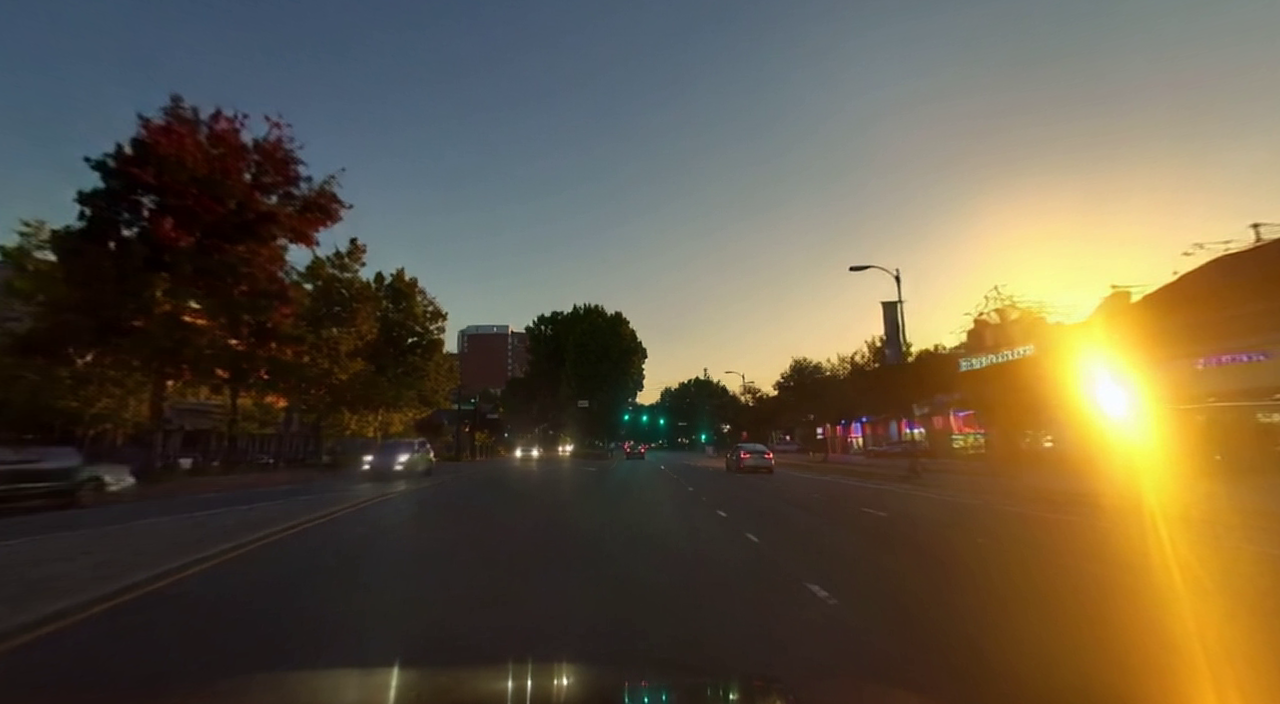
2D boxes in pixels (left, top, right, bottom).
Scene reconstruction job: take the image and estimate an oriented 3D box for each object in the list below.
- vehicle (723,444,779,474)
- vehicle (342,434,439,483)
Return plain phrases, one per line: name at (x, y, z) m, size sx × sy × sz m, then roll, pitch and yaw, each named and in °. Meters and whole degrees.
vehicle at (5.871, 5.684, 33.865) m, size 2.024 × 1.475 × 4.600 m, roll 0°, pitch -9°, yaw -2°
vehicle at (-9.566, 4.107, 24.649) m, size 2.067 × 1.712 × 4.489 m, roll 0°, pitch -9°, yaw -2°
